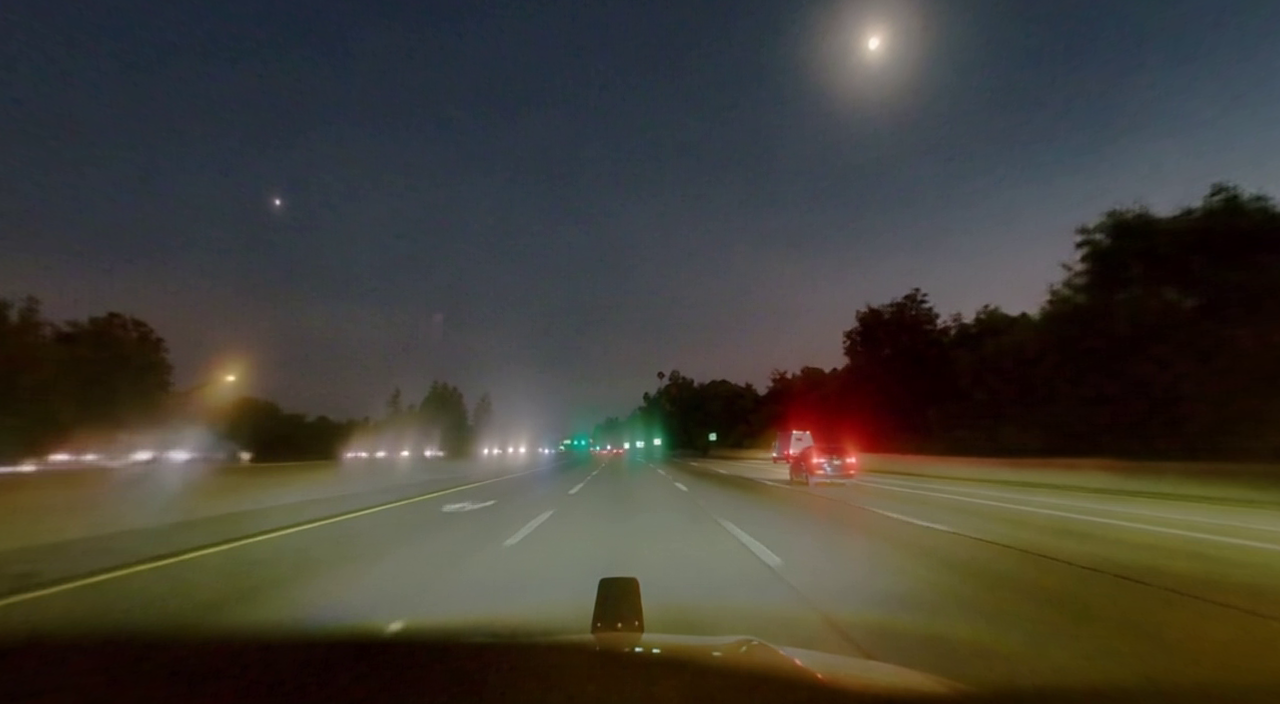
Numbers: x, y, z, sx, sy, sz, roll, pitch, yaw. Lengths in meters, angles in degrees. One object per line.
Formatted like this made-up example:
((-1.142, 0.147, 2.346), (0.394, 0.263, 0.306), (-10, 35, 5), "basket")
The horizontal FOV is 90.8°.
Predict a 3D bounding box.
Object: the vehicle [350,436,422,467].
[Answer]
((-14.358, 5.665, 35.993), (2.189, 1.641, 4.696), (0, -9, -1), "vehicle")

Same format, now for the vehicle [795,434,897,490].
((6.948, 3.749, 21.811), (2.081, 1.705, 3.926), (0, -9, -1), "vehicle")

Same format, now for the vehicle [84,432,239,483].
((-17.862, 3.981, 23.998), (1.948, 1.706, 5.045), (0, -9, 0), "vehicle")
